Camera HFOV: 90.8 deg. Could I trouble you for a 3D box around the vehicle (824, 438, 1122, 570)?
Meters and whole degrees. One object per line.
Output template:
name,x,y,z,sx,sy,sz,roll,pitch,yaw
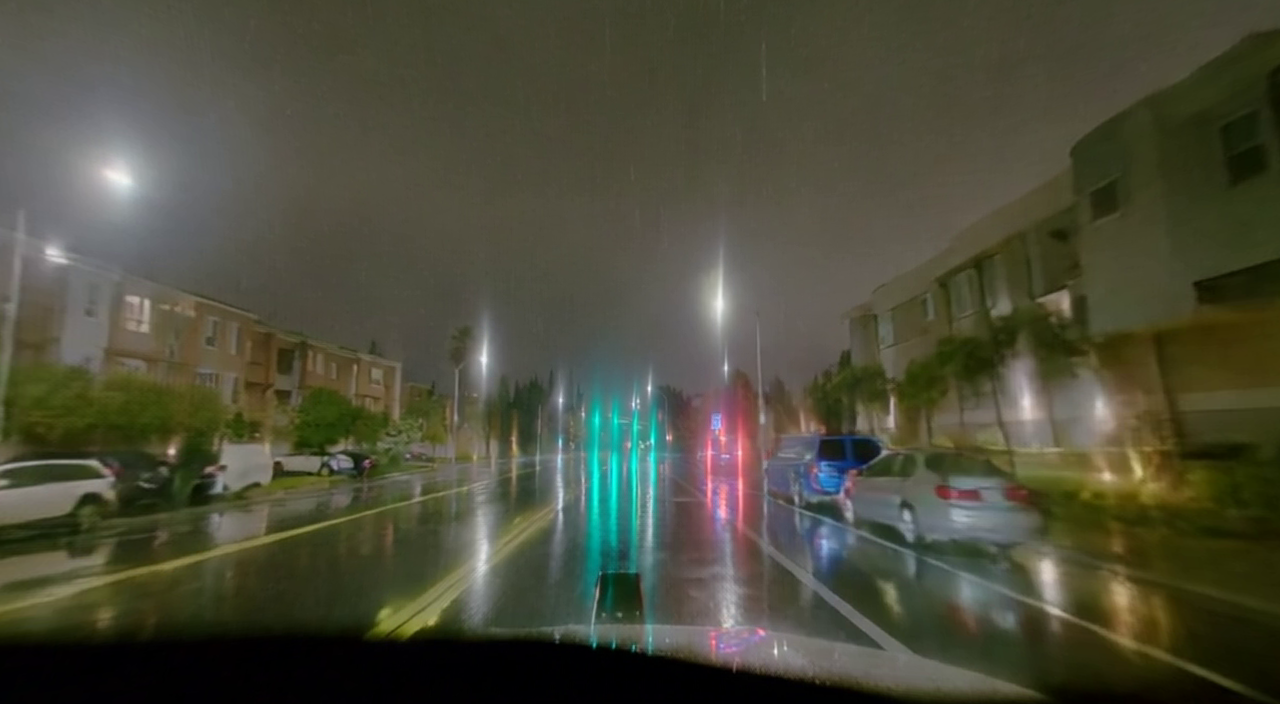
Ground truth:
vehicle,4.532,2.104,9.653,1.923,1.493,4.628,0,-9,-1

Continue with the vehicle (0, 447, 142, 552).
vehicle,-12.687,2.833,12.116,2.149,1.865,5.247,-2,-8,-2

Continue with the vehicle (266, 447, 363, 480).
vehicle,-18.479,6.353,36.076,4.397,1.768,1.956,1,-9,-4

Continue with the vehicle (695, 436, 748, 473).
vehicle,4.327,5.542,34.442,2.052,1.859,4.778,1,-9,-3

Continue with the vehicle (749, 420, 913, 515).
vehicle,4.516,2.863,16.199,2.254,1.968,5.838,0,-9,-1
